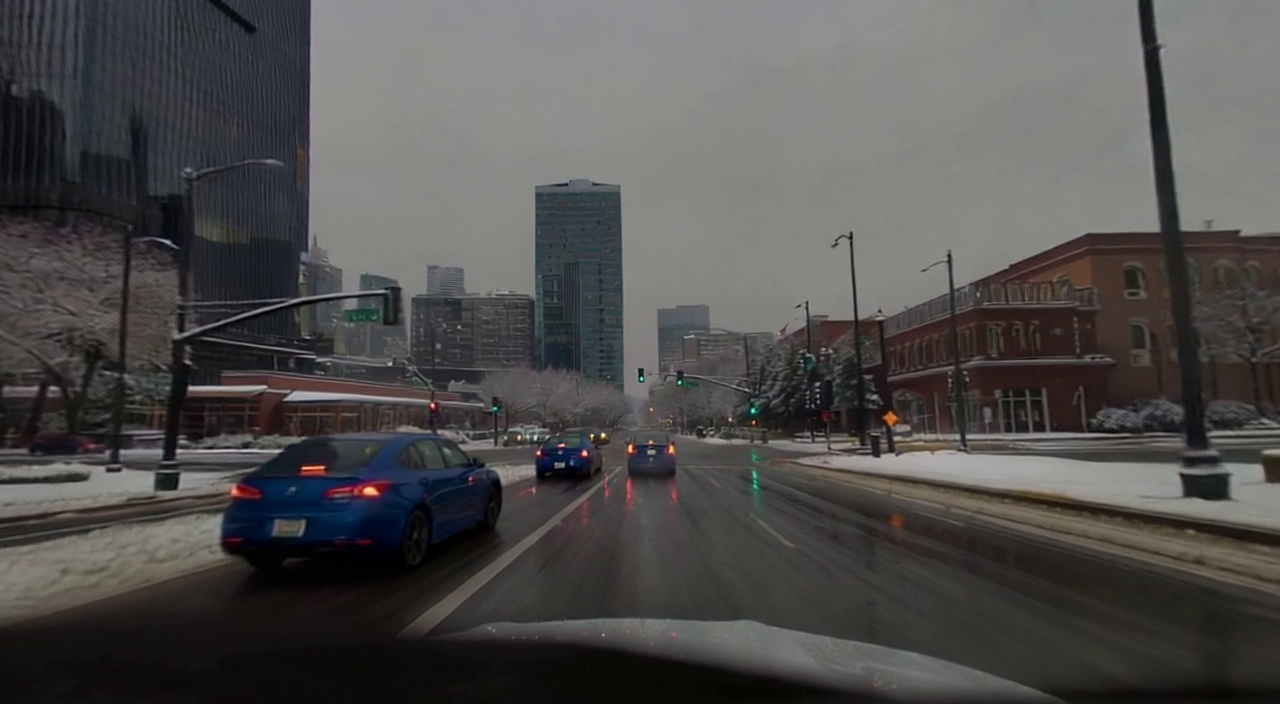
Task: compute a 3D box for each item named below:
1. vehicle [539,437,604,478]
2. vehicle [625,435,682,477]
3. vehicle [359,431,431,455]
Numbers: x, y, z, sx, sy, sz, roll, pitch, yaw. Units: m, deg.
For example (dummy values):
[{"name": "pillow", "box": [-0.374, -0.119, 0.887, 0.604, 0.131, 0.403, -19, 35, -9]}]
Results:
[{"name": "vehicle", "box": [-2.655, 4.217, 25.520, 1.995, 1.479, 4.627, 0, -9, 1]}, {"name": "vehicle", "box": [0.500, 4.007, 24.407, 2.016, 1.478, 3.795, 0, -9, 1]}, {"name": "vehicle", "box": [-19.170, 7.164, 49.630, 4.964, 1.789, 1.941, 1, -9, -10]}]
